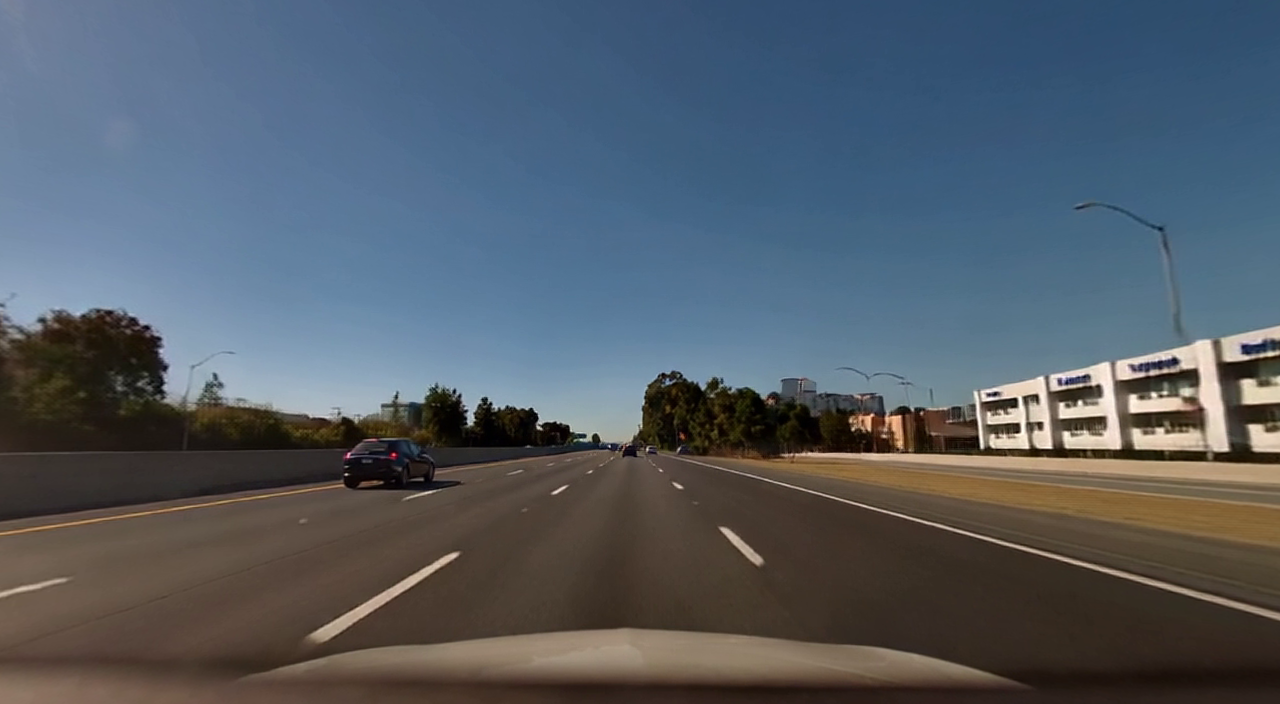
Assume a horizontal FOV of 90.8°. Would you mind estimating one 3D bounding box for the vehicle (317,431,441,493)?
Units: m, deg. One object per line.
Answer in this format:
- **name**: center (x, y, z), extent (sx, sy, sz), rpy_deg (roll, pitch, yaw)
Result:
- **vehicle**: center (-8.026, 3.406, 19.966), extent (2.089, 1.724, 4.327), rpy_deg (0, -9, -1)
